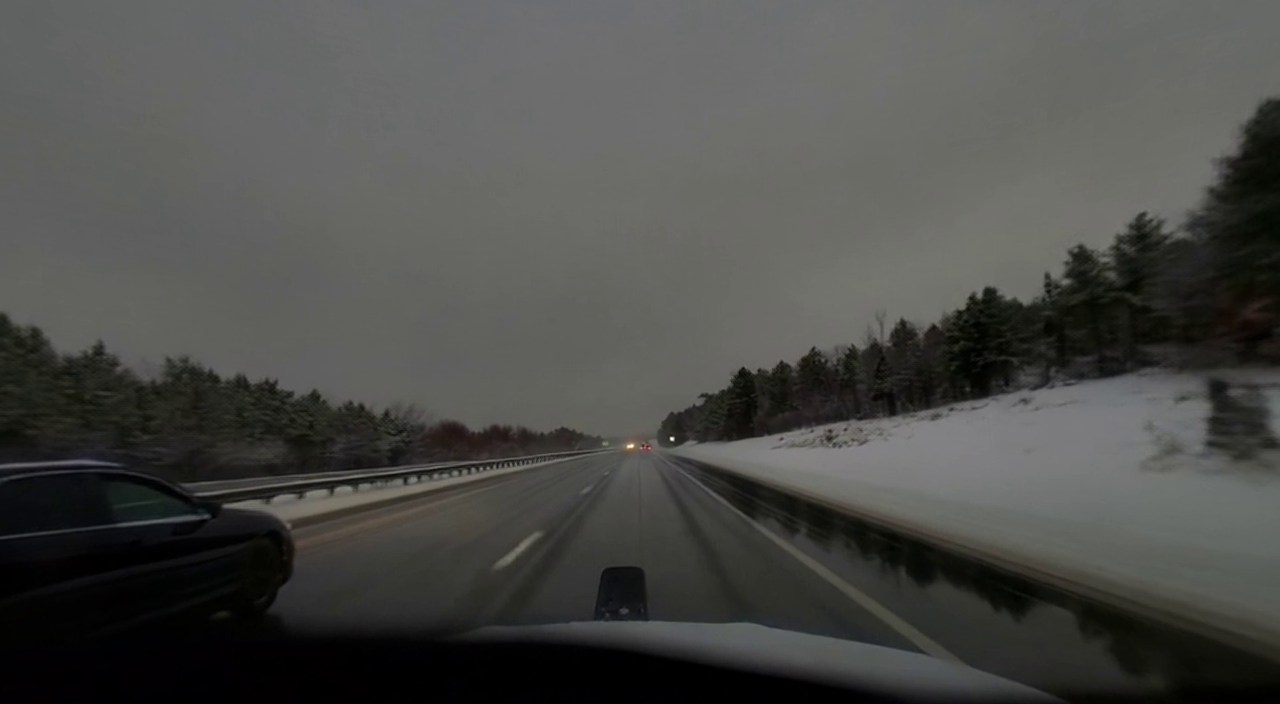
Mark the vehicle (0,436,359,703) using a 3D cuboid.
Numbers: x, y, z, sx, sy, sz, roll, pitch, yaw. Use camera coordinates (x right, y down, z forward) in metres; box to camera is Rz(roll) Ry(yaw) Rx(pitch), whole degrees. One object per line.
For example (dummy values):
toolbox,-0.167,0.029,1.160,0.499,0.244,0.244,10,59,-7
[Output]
vehicle,-3.626,1.141,3.420,2.096,1.343,4.503,0,-8,0
